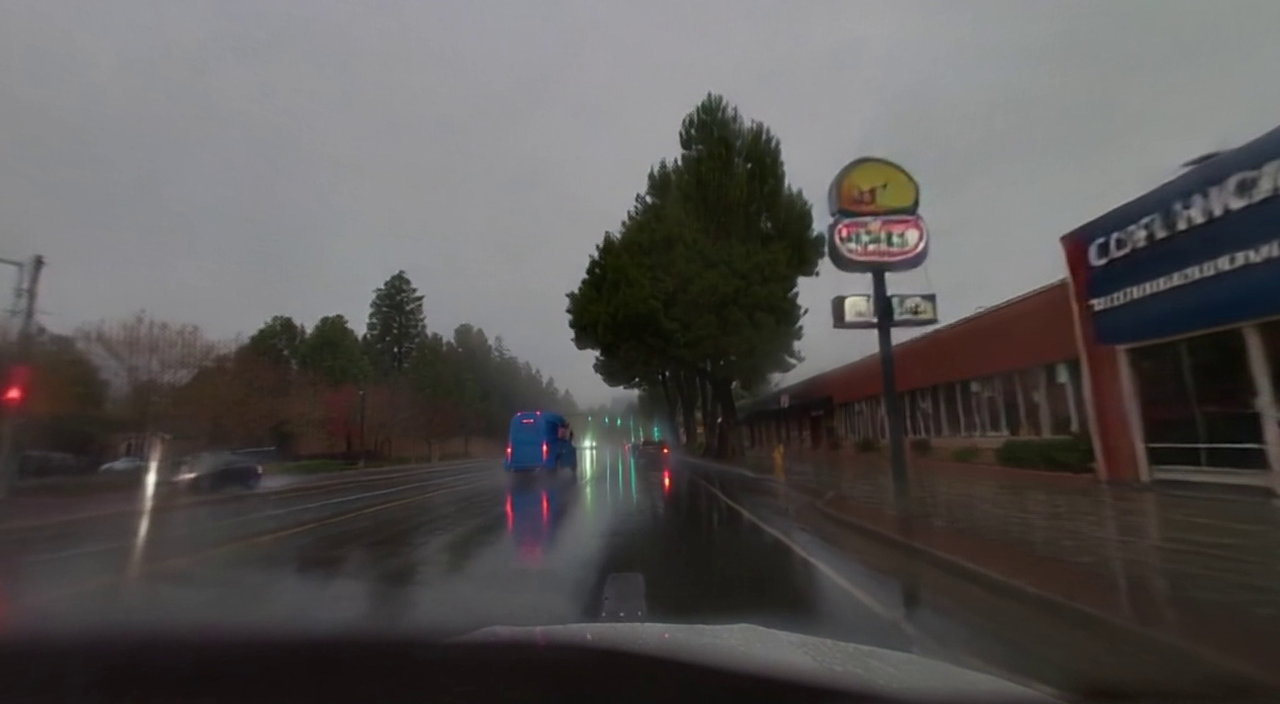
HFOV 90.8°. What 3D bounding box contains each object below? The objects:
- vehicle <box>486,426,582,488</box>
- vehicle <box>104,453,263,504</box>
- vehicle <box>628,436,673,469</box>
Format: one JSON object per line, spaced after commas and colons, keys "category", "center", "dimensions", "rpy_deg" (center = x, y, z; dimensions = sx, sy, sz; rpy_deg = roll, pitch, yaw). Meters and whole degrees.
{"category": "vehicle", "center": [-3.346, 3.468, 21.146], "dimensions": [2.464, 1.777, 5.128], "rpy_deg": [0, -9, -2]}
{"category": "vehicle", "center": [-15.846, 4.384, 22.359], "dimensions": [1.912, 1.432, 5.070], "rpy_deg": [-3, -9, 0]}
{"category": "vehicle", "center": [0.469, 4.943, 31.242], "dimensions": [2.103, 1.487, 4.101], "rpy_deg": [0, -9, -1]}
